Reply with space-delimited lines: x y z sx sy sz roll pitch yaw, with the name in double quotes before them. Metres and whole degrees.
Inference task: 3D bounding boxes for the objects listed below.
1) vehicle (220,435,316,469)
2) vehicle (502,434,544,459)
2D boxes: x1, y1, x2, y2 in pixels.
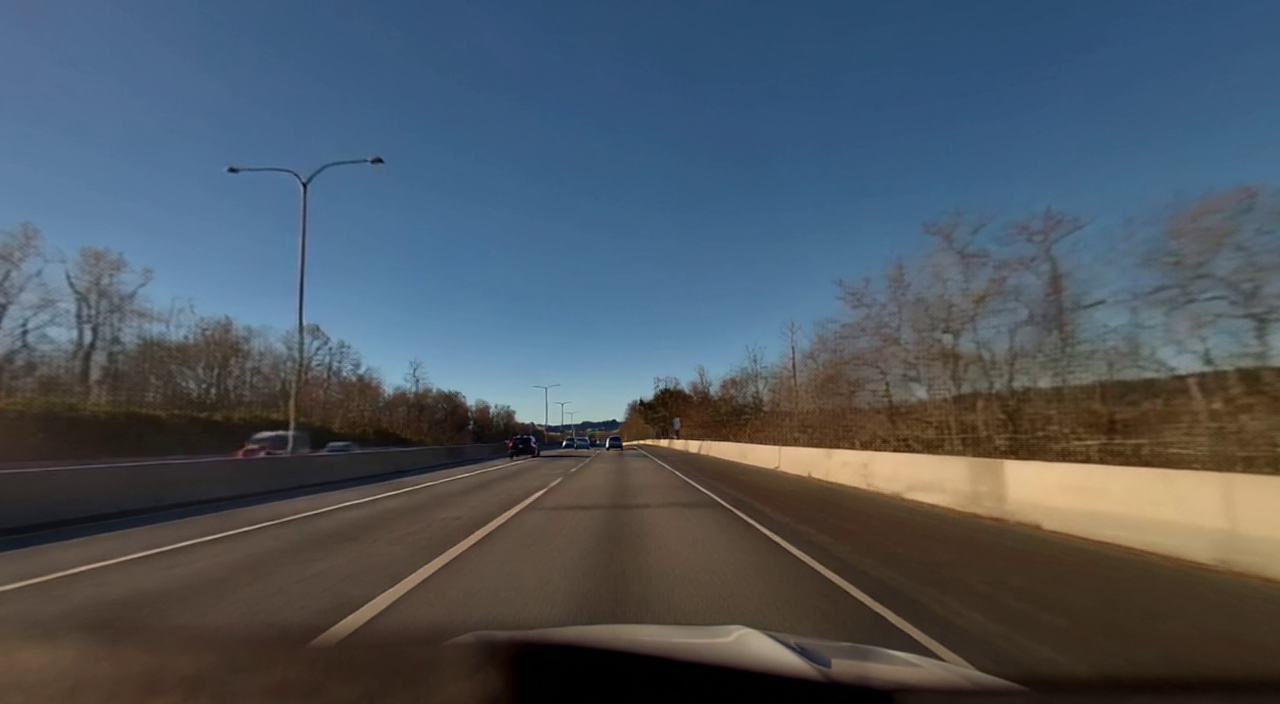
"vehicle" -19.992 5.359 34.121 2.082 1.681 5.193 0 -8 -1
"vehicle" -7.355 5.947 39.738 1.988 1.505 4.044 0 -8 -2
